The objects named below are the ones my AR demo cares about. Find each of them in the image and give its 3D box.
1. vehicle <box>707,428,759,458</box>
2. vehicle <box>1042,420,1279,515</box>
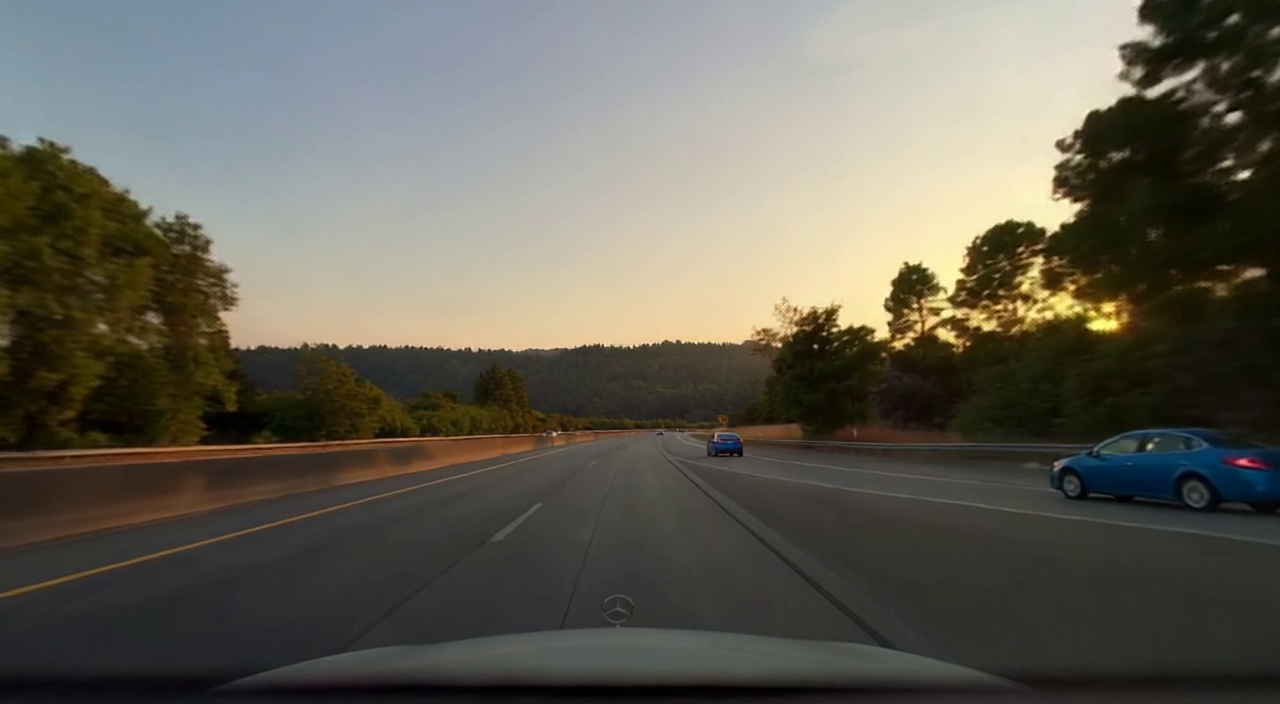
[{"bbox_3d":[4.926,4.881,33.686,1.765,1.510,3.762,1,-8,-8],"label":"vehicle"},{"bbox_3d":[10.474,2.101,11.910,1.992,1.486,4.406,3,-8,-20],"label":"vehicle"}]
